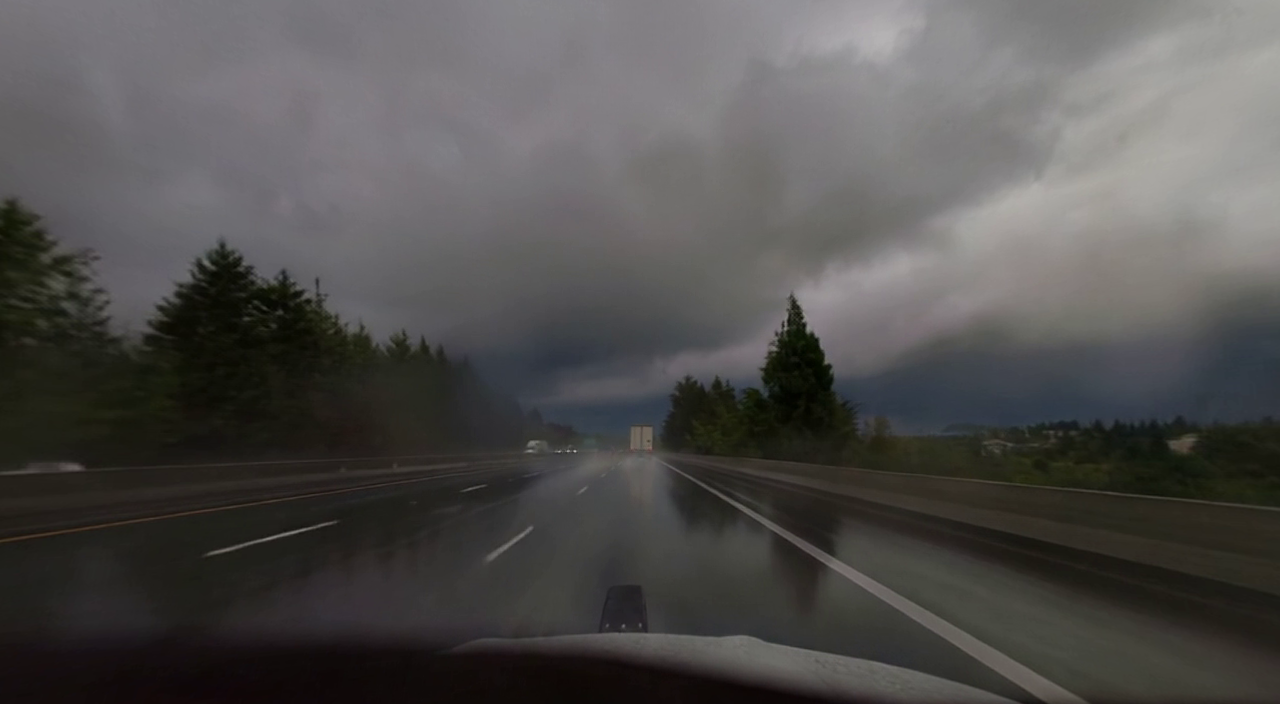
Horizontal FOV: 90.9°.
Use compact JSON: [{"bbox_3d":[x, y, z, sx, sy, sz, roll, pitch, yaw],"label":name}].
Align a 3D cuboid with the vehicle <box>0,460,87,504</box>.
[{"bbox_3d":[-22.801,4.691,22.897,1.764,1.460,3.992,0,-9,0],"label":"vehicle"}]
